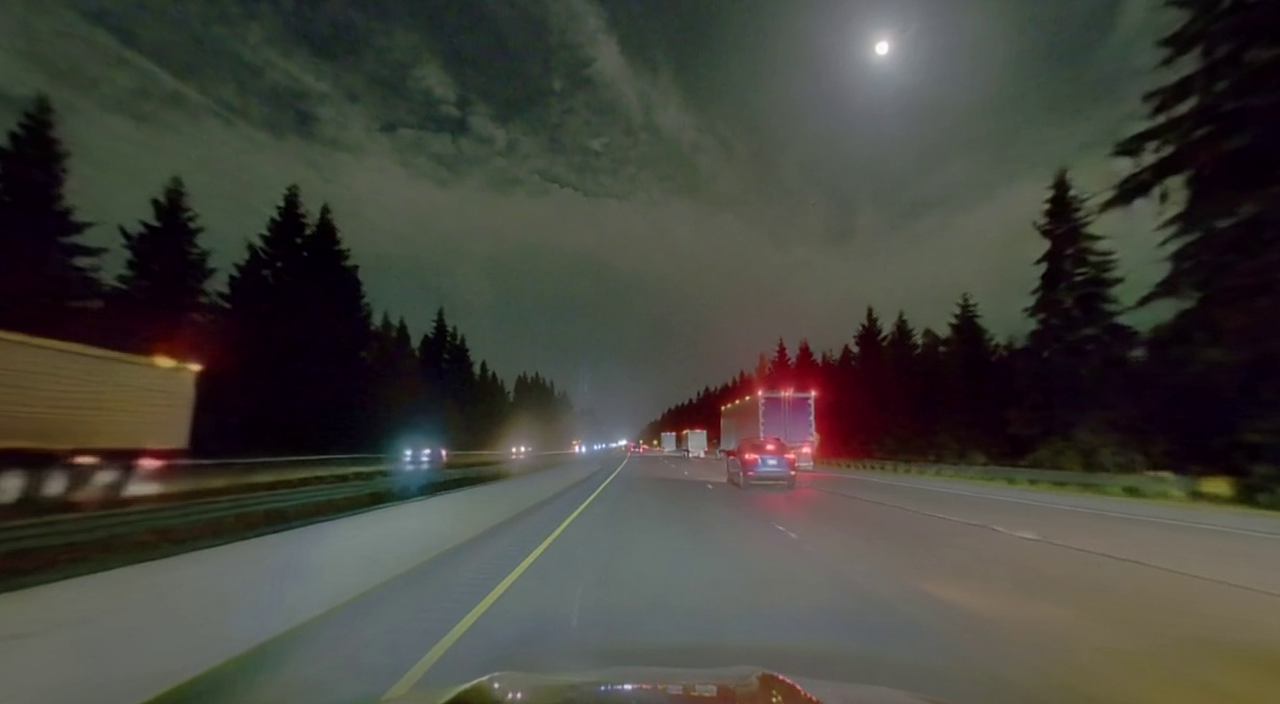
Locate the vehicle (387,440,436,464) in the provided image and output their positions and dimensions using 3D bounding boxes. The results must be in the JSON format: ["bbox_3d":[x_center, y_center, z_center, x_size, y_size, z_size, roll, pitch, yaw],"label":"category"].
[{"bbox_3d":[-15.643,6.864,43.311,1.865,1.532,3.932,0,-9,0],"label":"vehicle"}]

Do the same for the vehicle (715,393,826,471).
[{"bbox_3d":[7.798,5.446,41.311,3.441,4.016,16.812,0,-9,-1],"label":"vehicle"}]

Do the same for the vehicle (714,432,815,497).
[{"bbox_3d":[3.471,3.234,18.416,2.022,1.658,4.132,0,-9,-1],"label":"vehicle"}]
